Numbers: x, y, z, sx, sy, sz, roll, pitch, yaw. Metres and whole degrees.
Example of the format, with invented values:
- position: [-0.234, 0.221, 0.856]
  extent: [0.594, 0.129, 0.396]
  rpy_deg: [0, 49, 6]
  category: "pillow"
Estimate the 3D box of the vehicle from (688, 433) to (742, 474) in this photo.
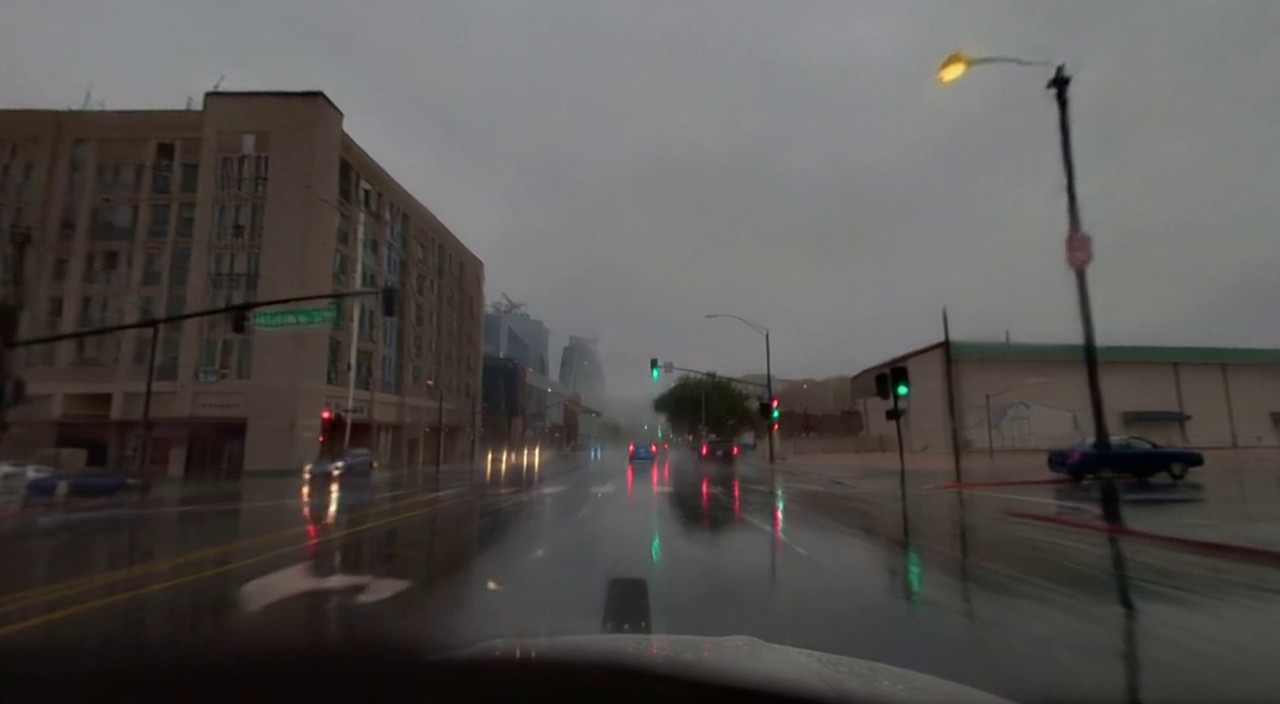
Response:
- position: [3.814, 5.294, 32.996]
  extent: [2.159, 1.938, 4.836]
  rpy_deg: [0, -9, -1]
  category: "vehicle"

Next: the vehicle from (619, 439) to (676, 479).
- position: [0.264, 4.550, 27.011]
  extent: [2.245, 1.587, 4.094]
  rpy_deg: [0, -9, -1]
  category: "vehicle"

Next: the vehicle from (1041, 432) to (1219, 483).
- position: [17.152, 3.716, 22.241]
  extent: [4.556, 1.693, 2.030]
  rpy_deg: [0, -9, -1]
  category: "vehicle"

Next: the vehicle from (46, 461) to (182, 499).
- position: [-23.907, 5.798, 28.778]
  extent: [4.404, 1.618, 1.968]
  rpy_deg: [0, -9, 1]
  category: "vehicle"

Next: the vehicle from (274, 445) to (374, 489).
- position: [-13.869, 5.059, 28.031]
  extent: [2.082, 1.772, 4.447]
  rpy_deg: [0, -9, 1]
  category: "vehicle"
